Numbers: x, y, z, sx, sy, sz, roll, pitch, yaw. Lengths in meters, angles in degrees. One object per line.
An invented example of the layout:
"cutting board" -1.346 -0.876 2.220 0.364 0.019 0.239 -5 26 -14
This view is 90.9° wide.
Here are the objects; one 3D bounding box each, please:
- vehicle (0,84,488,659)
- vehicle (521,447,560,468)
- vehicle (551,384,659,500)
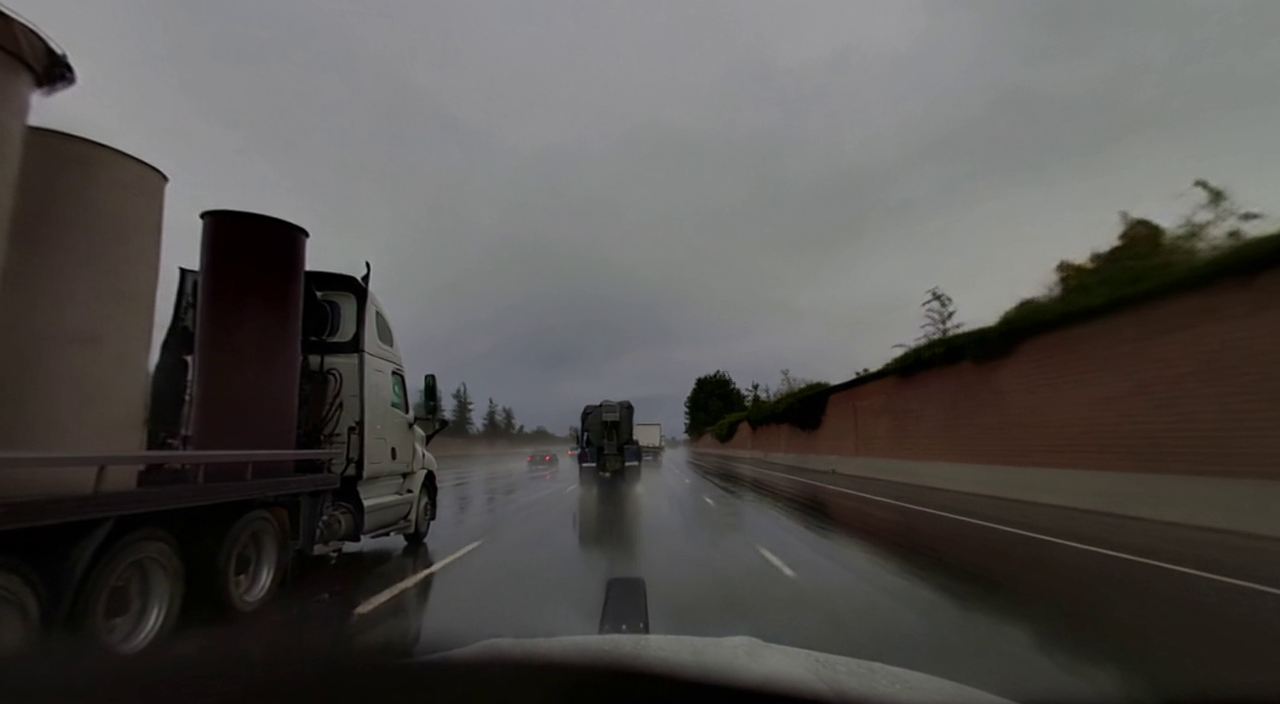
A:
"vehicle" -4.073 0.435 7.251 2.998 3.992 5.800 0 -8 1
"vehicle" -7.187 7.683 46.077 2.006 1.458 4.700 0 -8 1
"vehicle" -1.494 3.019 21.188 2.798 3.071 8.412 1 -8 -9
